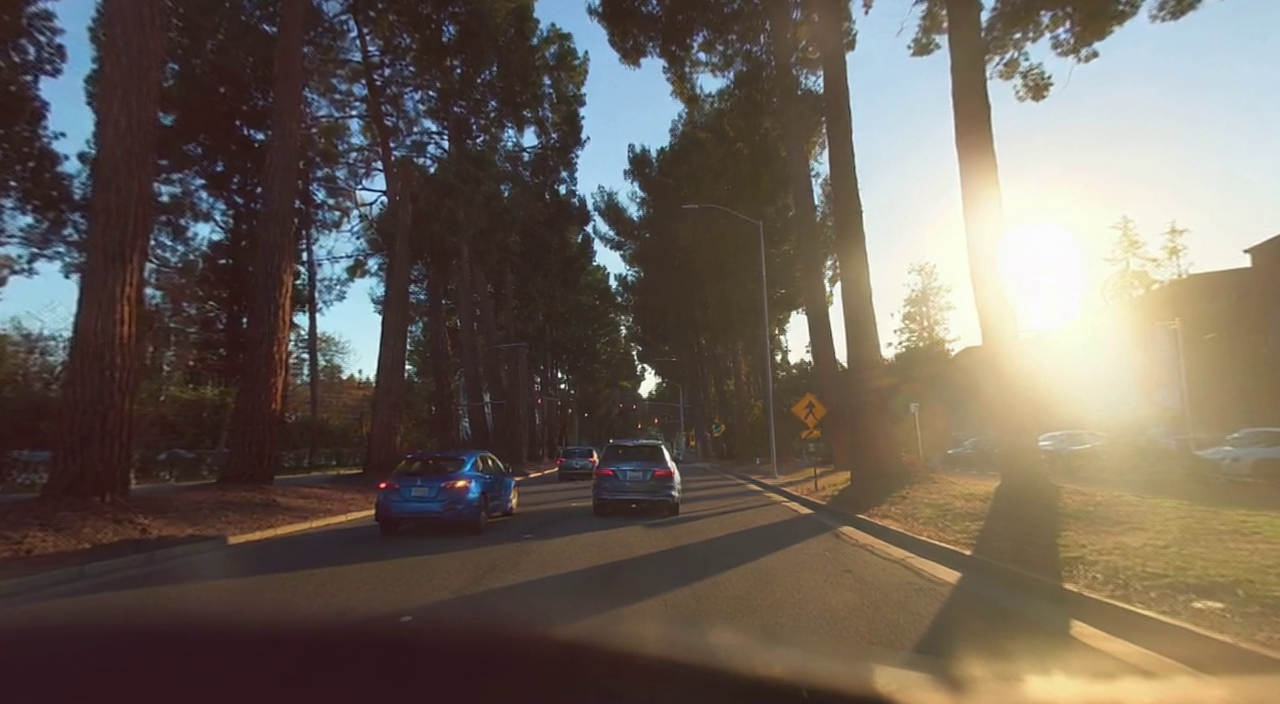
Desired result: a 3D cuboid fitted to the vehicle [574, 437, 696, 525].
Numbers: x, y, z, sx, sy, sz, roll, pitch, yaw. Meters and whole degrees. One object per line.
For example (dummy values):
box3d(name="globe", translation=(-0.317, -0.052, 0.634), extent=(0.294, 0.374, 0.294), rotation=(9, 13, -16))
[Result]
box3d(name="vehicle", translation=(-0.076, 2.656, 13.549), extent=(2.229, 1.591, 3.897), rotation=(0, -8, 0))

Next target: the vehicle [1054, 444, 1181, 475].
box3d(name="vehicle", translation=(27.902, 6.289, 37.040), extent=(5.955, 1.702, 2.166), rotation=(1, -8, -6))

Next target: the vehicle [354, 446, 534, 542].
box3d(name="vehicle", translation=(-3.442, 2.545, 12.129), extent=(1.922, 1.464, 4.424), rotation=(0, -8, 1))
